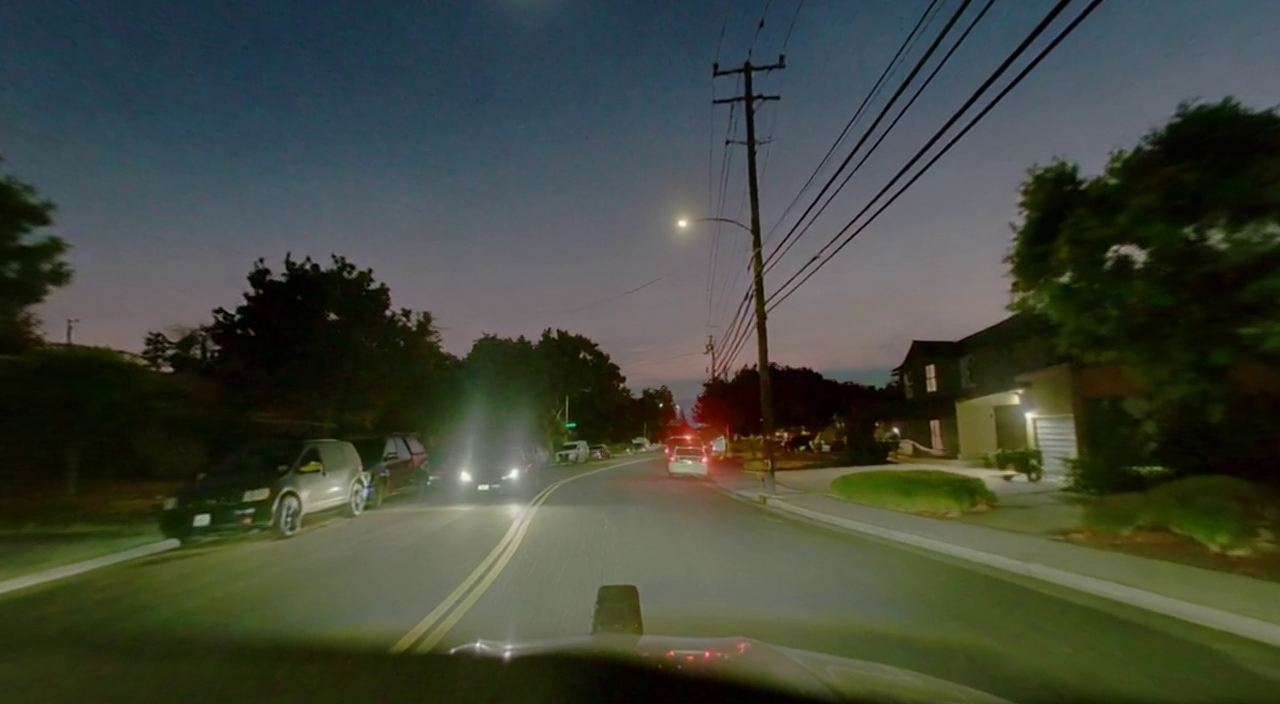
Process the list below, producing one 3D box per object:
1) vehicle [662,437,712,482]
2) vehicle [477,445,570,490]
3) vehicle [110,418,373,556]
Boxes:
[{"bbox_3d":[2.095,4.783,28.423,2.032,1.810,5.047,-1,-9,4],"label":"vehicle"},{"bbox_3d":[-4.169,4.217,23.446,2.448,1.475,4.568,0,-9,2],"label":"vehicle"},{"bbox_3d":[-7.416,2.549,12.755,2.312,2.032,5.585,-1,-9,-8],"label":"vehicle"}]
